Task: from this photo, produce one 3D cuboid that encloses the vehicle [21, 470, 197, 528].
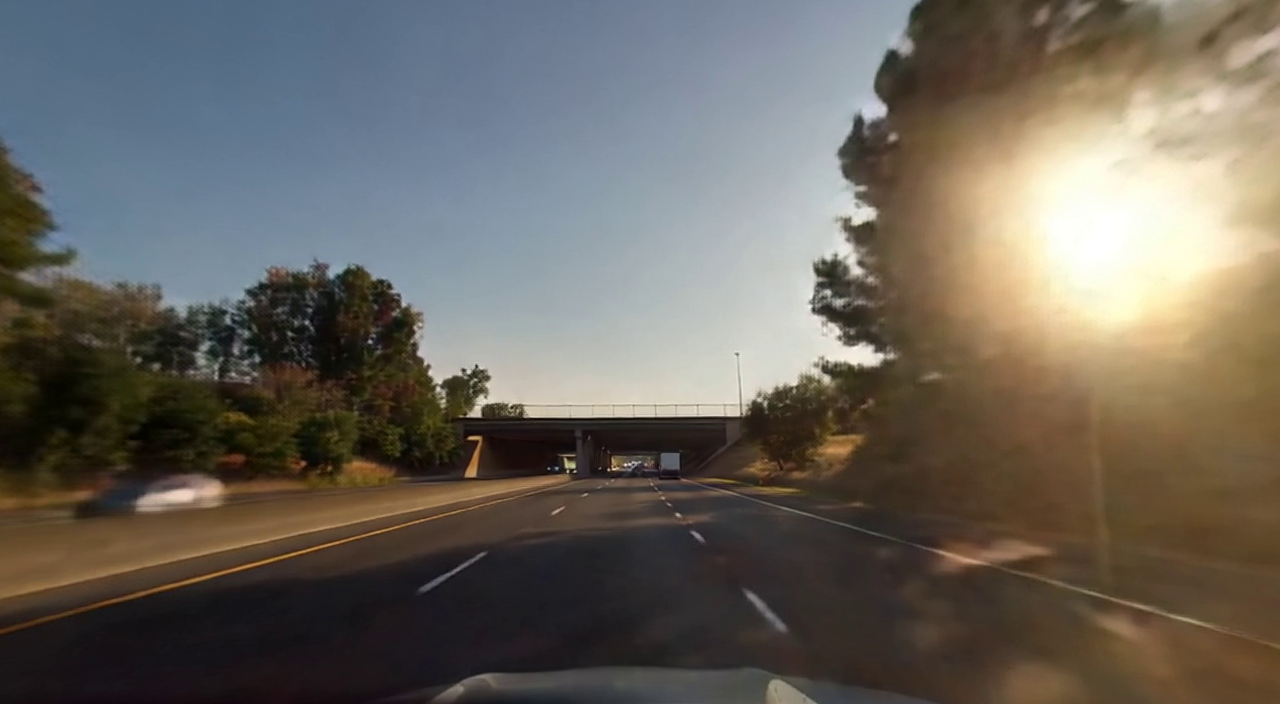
[{"bbox_3d":[-16.179,4.464,19.544,1.830,1.526,4.105,1,-11,0],"label":"vehicle"}]
